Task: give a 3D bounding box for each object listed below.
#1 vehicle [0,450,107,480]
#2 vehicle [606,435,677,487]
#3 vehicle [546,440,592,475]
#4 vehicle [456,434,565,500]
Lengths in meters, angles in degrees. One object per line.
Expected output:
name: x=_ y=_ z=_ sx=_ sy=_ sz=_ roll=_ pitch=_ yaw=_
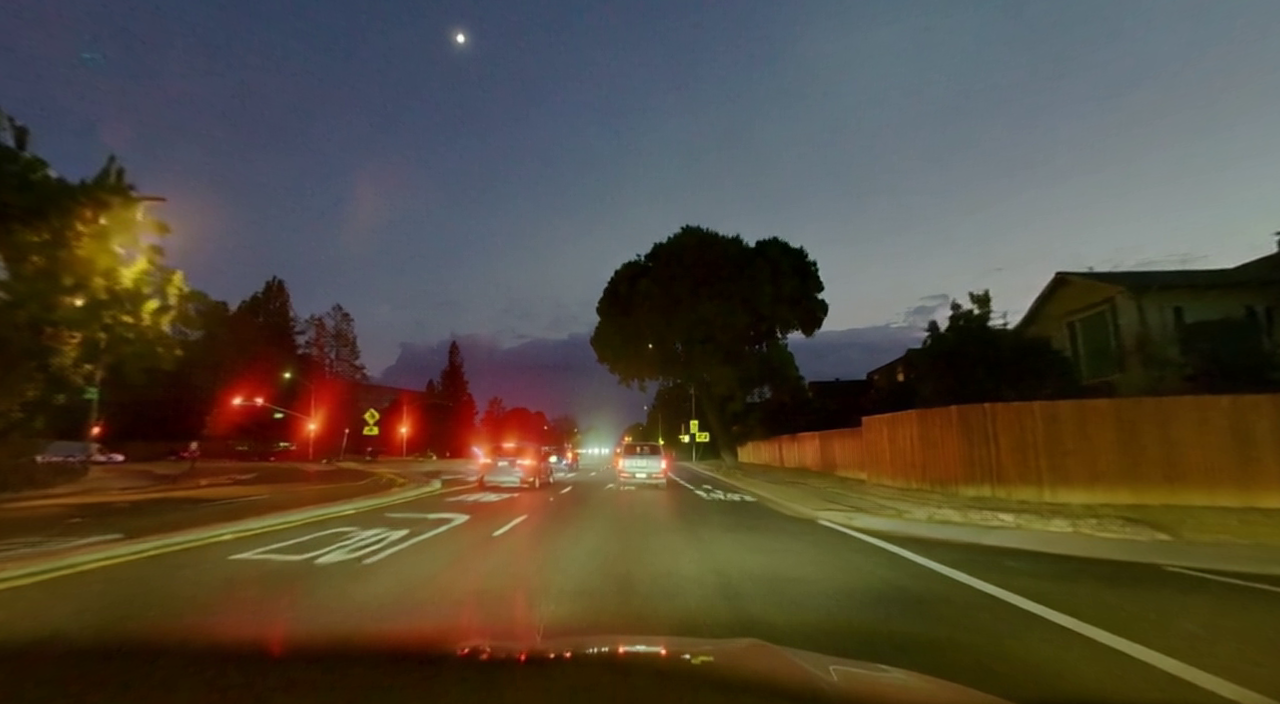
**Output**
vehicle: x=-34.380 y=6.542 z=36.325 sx=4.724 sy=1.597 sz=2.191 roll=2 pitch=-8 yaw=-11
vehicle: x=0.022 y=3.801 z=22.237 sx=2.290 sy=1.653 sz=4.127 roll=1 pitch=-8 yaw=-1
vehicle: x=-3.382 y=5.005 z=30.055 sx=1.986 sy=1.561 sz=3.805 roll=1 pitch=-8 yaw=-6
vehicle: x=-3.674 y=3.324 z=18.906 sx=2.067 sy=1.546 sz=4.988 roll=3 pitch=-7 yaw=1
